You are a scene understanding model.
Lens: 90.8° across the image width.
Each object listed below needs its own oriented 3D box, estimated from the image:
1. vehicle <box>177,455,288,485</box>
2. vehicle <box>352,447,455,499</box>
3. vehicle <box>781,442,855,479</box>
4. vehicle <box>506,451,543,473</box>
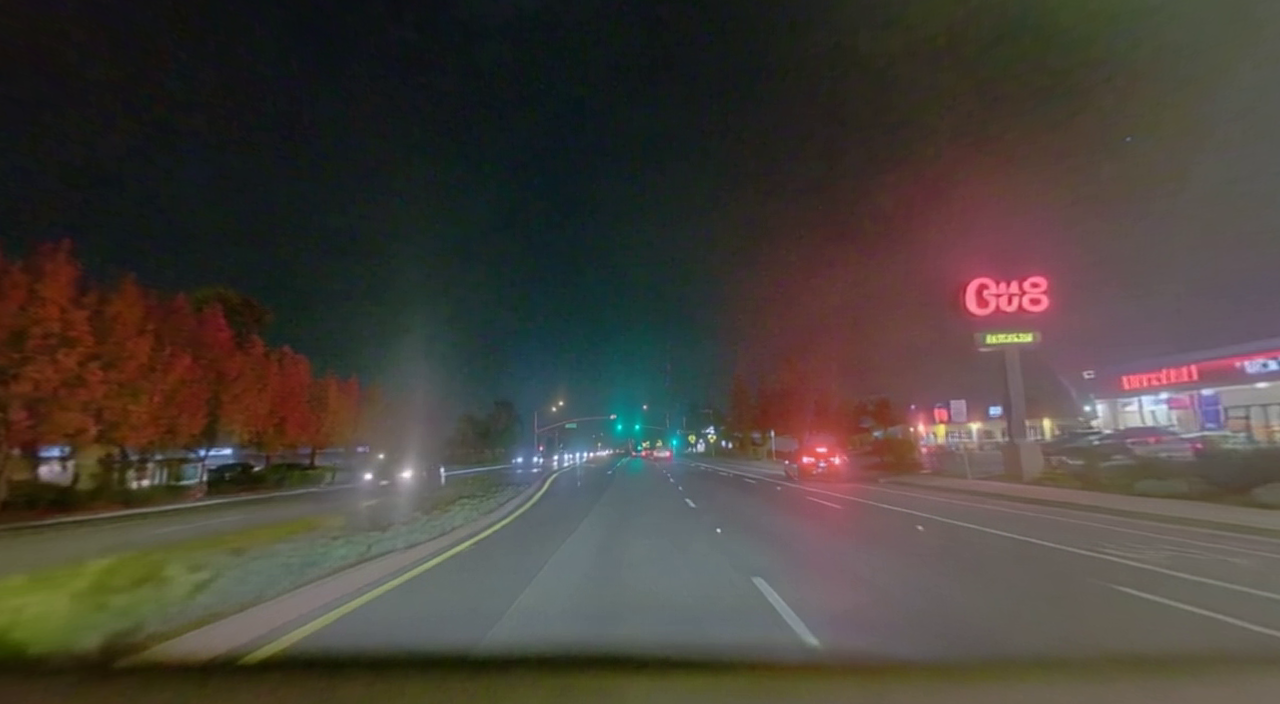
[{"bbox_3d":[-28.436,8.237,44.273,6.009,1.888,2.416,0,-8,-2],"label":"vehicle"},{"bbox_3d":[-8.558,4.382,23.355,2.113,1.703,4.459,0,-8,0],"label":"vehicle"},{"bbox_3d":[9.371,5.713,33.789,2.358,1.785,5.404,0,-8,0],"label":"vehicle"},{"bbox_3d":[-8.514,8.147,46.900,1.888,1.454,4.420,0,-8,1],"label":"vehicle"}]
